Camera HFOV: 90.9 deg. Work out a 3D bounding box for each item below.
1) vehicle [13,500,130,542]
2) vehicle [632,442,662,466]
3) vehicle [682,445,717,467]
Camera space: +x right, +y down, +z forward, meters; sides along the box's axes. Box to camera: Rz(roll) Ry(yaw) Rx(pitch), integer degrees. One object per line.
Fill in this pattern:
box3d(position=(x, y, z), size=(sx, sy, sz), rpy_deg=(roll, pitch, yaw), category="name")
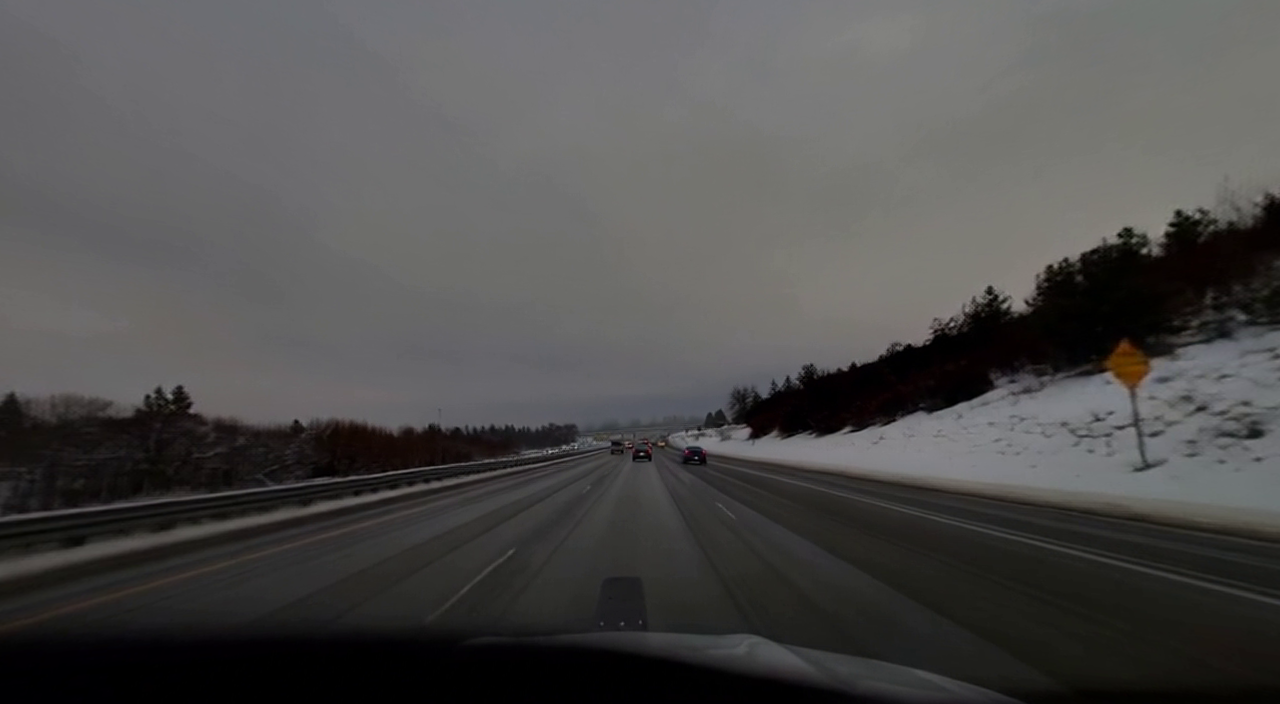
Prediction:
box3d(position=(-31.582, 9.398, 35.281), size=(1.982, 1.708, 4.819), rpy_deg=(0, -8, 1), category="vehicle")
box3d(position=(0.466, 7.208, 44.912), size=(1.986, 1.576, 4.312), rpy_deg=(0, -8, 0), category="vehicle")
box3d(position=(3.861, 6.809, 41.386), size=(1.976, 1.352, 3.602), rpy_deg=(0, -8, 0), category="vehicle")
